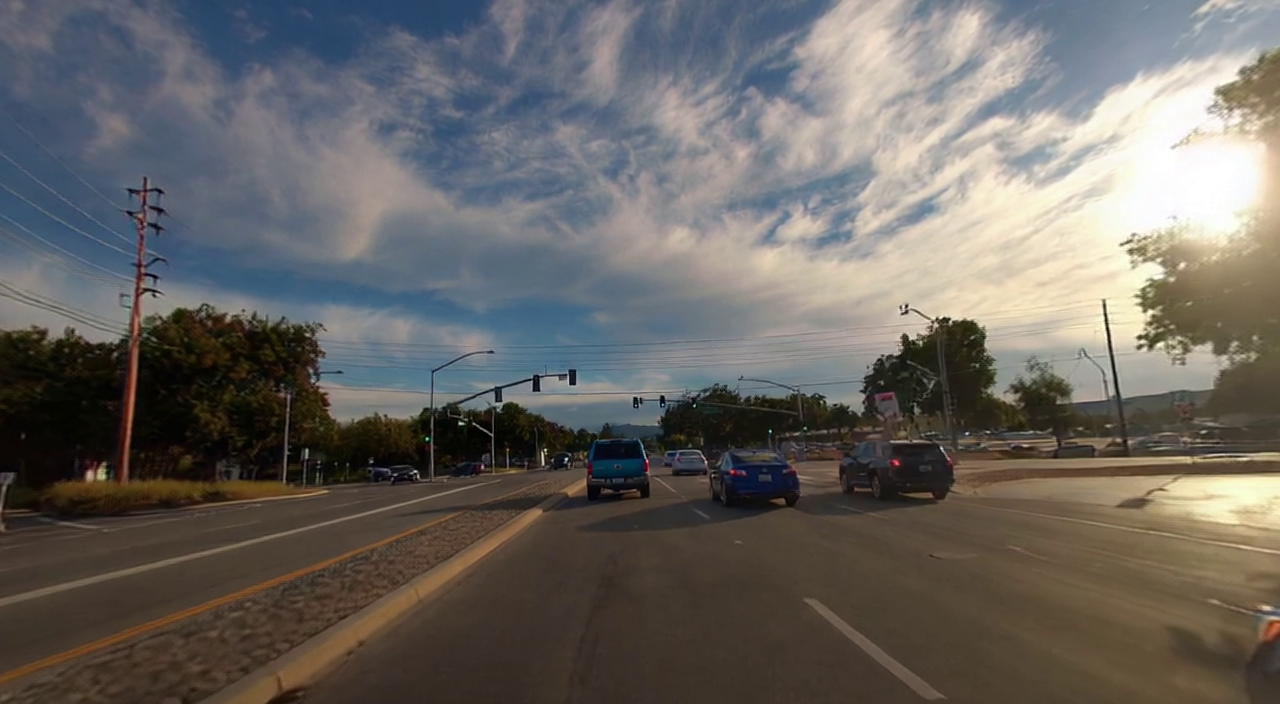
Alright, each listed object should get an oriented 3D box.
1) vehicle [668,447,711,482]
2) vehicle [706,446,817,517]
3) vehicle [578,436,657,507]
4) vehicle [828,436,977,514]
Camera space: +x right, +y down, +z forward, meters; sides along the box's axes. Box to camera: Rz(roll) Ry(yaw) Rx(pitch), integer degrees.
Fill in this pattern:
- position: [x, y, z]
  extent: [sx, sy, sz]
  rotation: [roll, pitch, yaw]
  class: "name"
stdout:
- position: [2.672, 6.185, 35.005]
  extent: [1.915, 1.765, 4.047]
  rotation: [0, -9, -2]
  class: "vehicle"
- position: [2.994, 3.281, 16.592]
  extent: [1.880, 1.579, 4.401]
  rotation: [0, -9, -2]
  class: "vehicle"
- position: [-0.685, 3.724, 20.120]
  extent: [2.231, 1.998, 4.254]
  rotation: [0, -9, -1]
  class: "vehicle"
- position: [6.652, 3.144, 16.650]
  extent: [1.929, 1.753, 4.396]
  rotation: [0, -9, -2]
  class: "vehicle"
